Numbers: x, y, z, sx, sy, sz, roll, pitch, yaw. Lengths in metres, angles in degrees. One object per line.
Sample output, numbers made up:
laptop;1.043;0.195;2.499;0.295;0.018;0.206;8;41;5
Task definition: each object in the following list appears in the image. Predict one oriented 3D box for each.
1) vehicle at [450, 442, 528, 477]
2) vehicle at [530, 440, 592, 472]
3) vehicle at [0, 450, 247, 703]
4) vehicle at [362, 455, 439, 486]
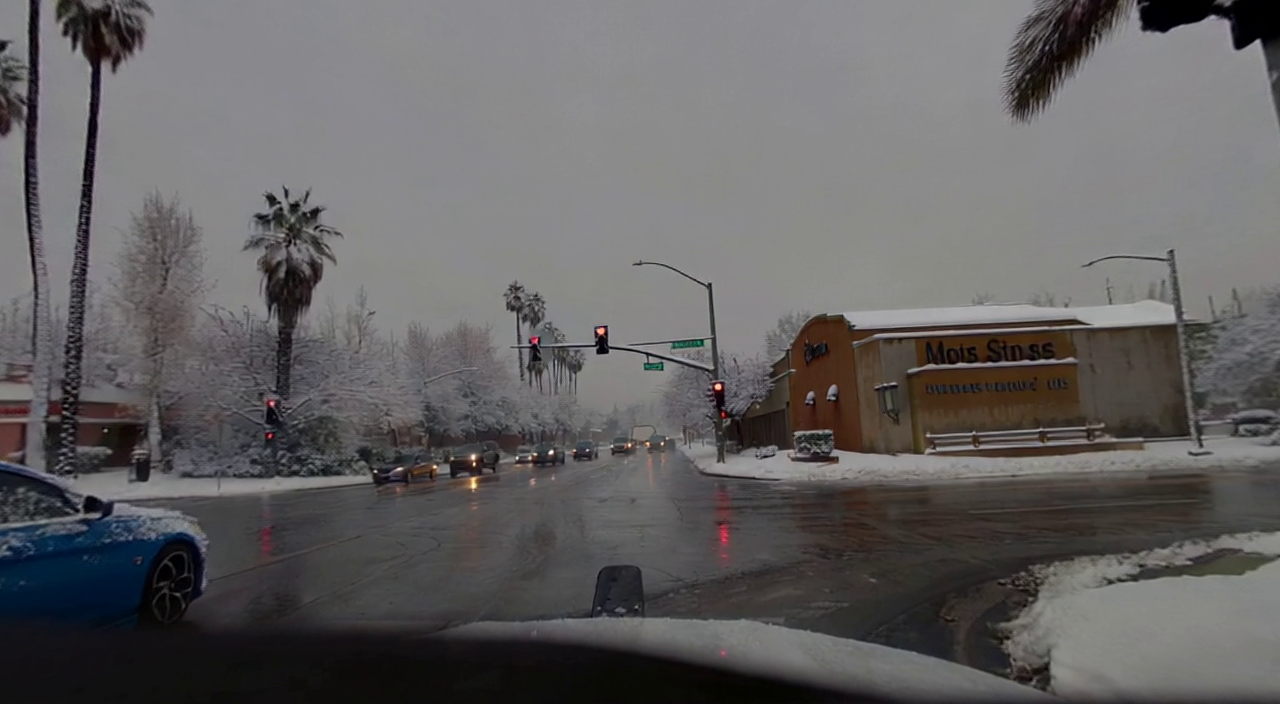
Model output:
vehicle;-8.437;6.082;35.942;2.152;1.825;5.406;-2;-9;11
vehicle;-4.527;6.063;36.903;2.092;1.709;4.775;-2;-9;12
vehicle;-3.698;1.024;2.248;1.850;1.325;4.295;0;-9;0
vehicle;-12.657;6.260;33.723;1.880;1.440;4.418;-3;-9;9
